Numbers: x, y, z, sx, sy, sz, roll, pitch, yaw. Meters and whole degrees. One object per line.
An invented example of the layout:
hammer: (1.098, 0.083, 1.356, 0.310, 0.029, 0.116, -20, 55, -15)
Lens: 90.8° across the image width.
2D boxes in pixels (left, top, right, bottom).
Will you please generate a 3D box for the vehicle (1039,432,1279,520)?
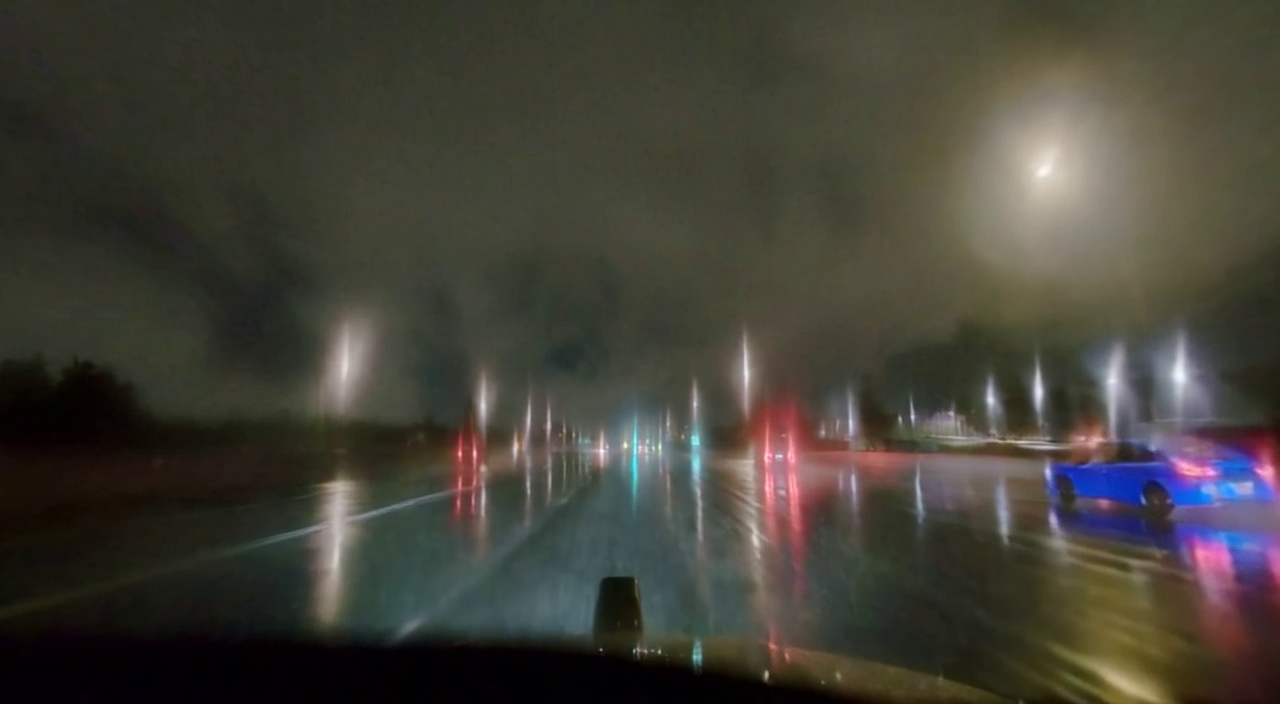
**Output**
vehicle: (10.790, 2.463, 13.153, 1.985, 1.493, 4.486, 0, -8, -1)

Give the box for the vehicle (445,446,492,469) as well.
vehicle: (-11.463, 7.051, 42.425, 1.921, 1.452, 4.429, 0, -9, 0)
